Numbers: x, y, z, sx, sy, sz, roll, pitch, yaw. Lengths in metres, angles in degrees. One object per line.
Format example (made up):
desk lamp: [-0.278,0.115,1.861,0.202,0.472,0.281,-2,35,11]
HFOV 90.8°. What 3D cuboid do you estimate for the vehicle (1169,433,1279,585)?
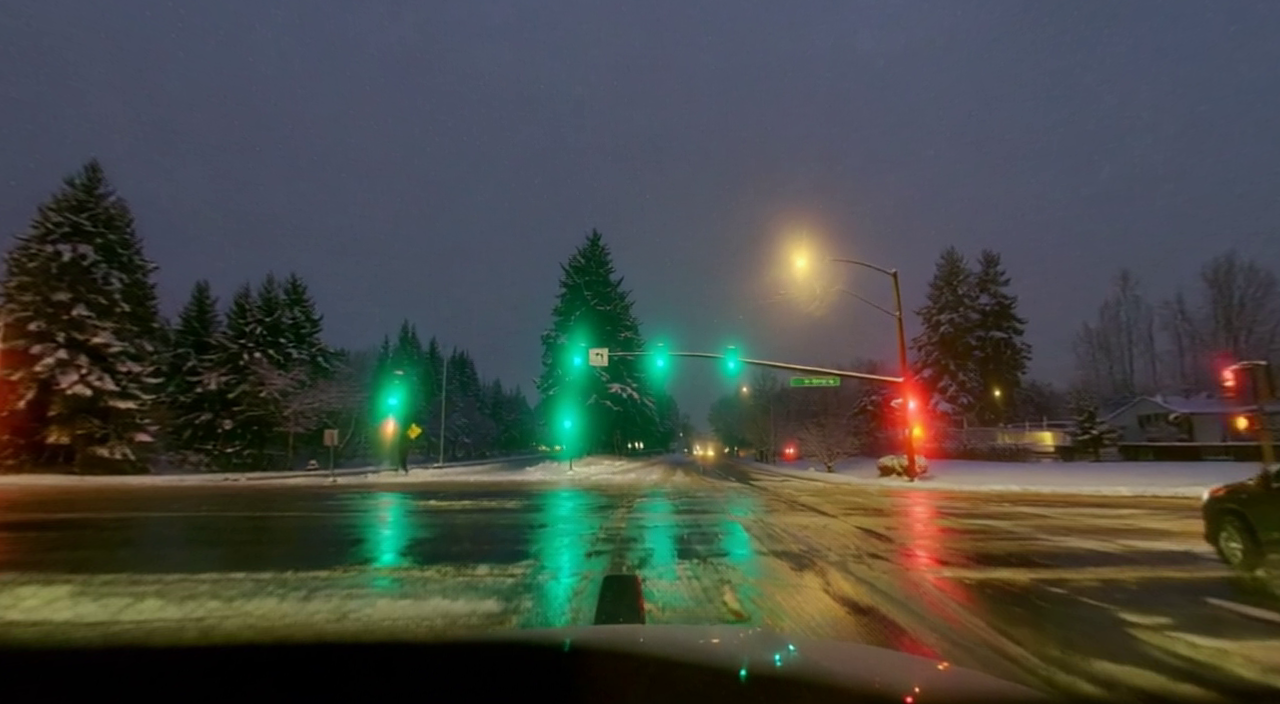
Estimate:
vehicle: [7.370,1.512,5.921,1.797,1.518,3.433,0,-9,0]
